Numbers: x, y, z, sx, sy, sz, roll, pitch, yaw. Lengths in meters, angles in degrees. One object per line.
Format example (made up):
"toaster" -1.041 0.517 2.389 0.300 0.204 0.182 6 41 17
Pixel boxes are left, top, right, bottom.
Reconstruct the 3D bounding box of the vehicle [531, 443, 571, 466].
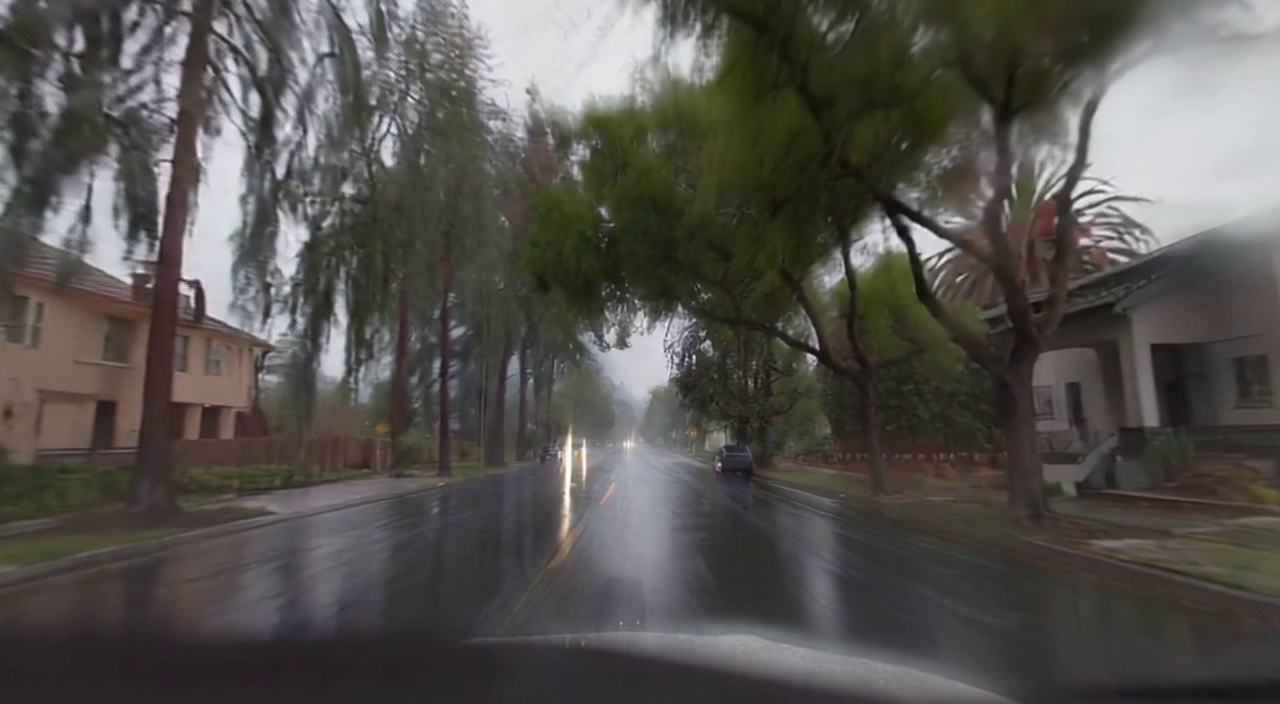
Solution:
"vehicle" -6.152 7.140 44.178 2.026 1.449 4.422 -1 -8 2
